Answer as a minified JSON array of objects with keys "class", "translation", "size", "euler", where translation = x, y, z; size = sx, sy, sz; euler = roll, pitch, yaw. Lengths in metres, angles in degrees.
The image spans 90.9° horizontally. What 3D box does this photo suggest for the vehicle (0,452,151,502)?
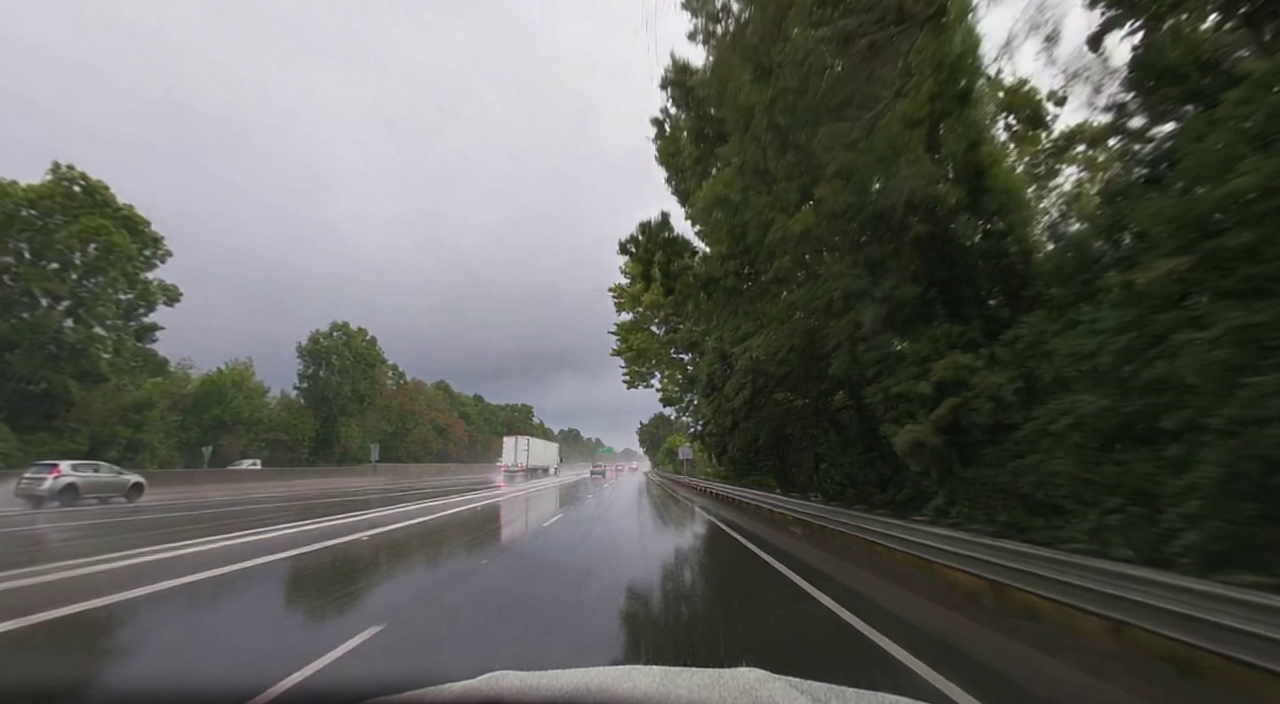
[{"class":"vehicle","translation":[-18.442,3.999,20.334],"size":[1.745,1.430,4.252],"euler":[0,-10,2]}]
